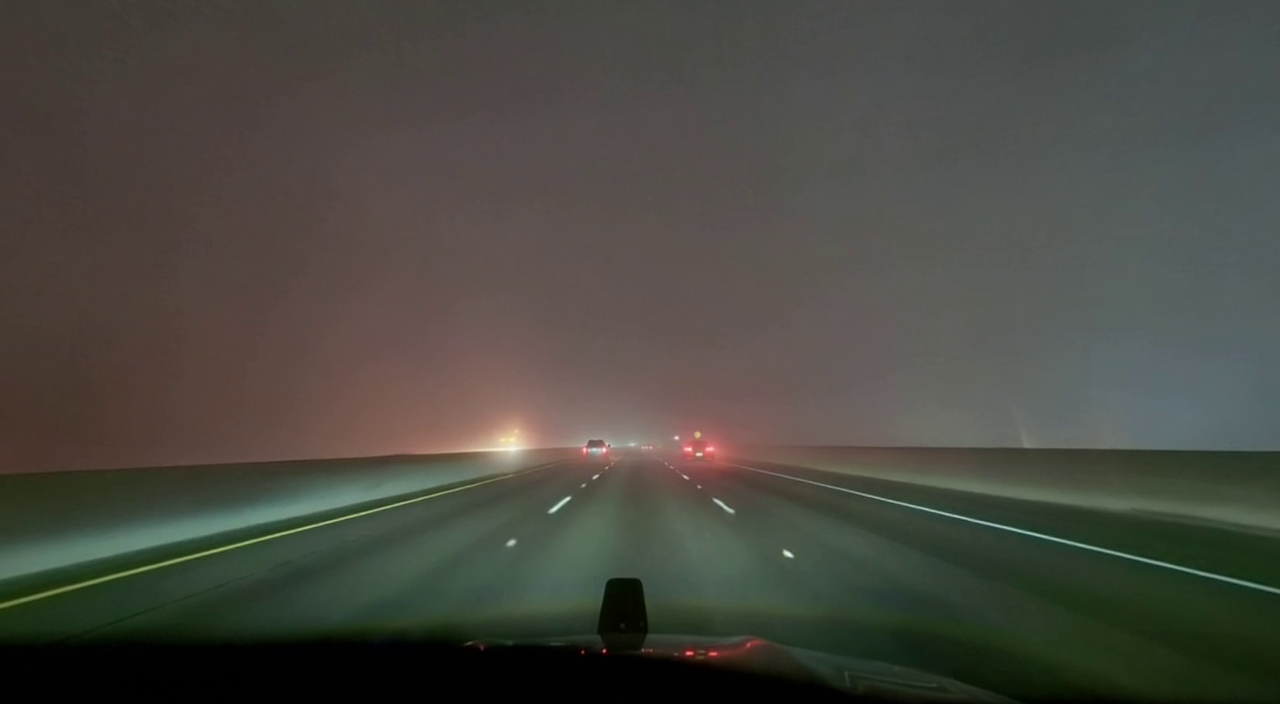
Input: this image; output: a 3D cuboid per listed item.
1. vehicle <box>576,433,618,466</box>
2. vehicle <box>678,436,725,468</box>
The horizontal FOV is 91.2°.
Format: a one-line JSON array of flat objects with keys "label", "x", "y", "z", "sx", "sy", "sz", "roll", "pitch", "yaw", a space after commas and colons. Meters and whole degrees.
[{"label": "vehicle", "x": -2.763, "y": 6.375, "z": 41.206, "sx": 2.291, "sy": 2.052, "sz": 4.887, "roll": 0, "pitch": -8, "yaw": 2}, {"label": "vehicle", "x": 3.349, "y": 5.576, "z": 35.064, "sx": 2.202, "sy": 1.682, "sz": 4.188, "roll": 0, "pitch": -8, "yaw": 0}]
